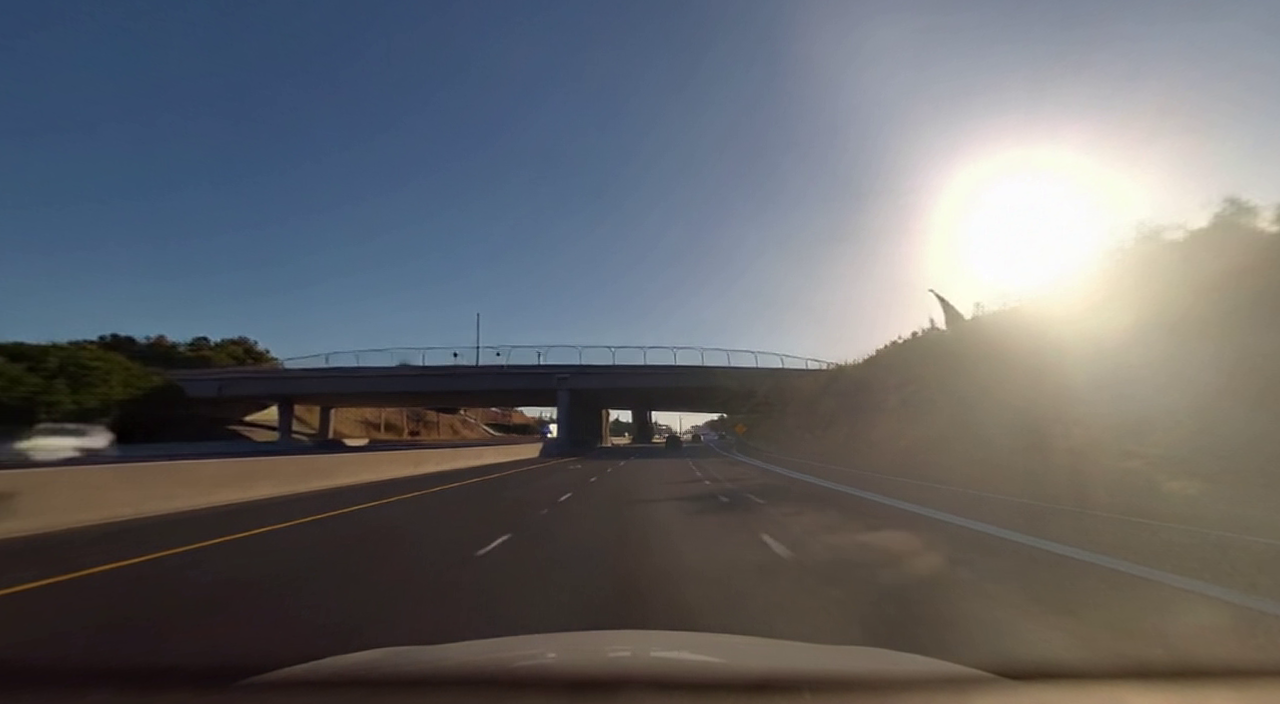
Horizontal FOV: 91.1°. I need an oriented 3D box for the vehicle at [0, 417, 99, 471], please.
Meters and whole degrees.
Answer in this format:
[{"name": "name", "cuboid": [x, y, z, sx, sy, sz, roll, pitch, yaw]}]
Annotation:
[{"name": "vehicle", "cuboid": [-25.690, 3.792, 25.813, 2.140, 2.045, 5.144, -1, -8, 2]}]
